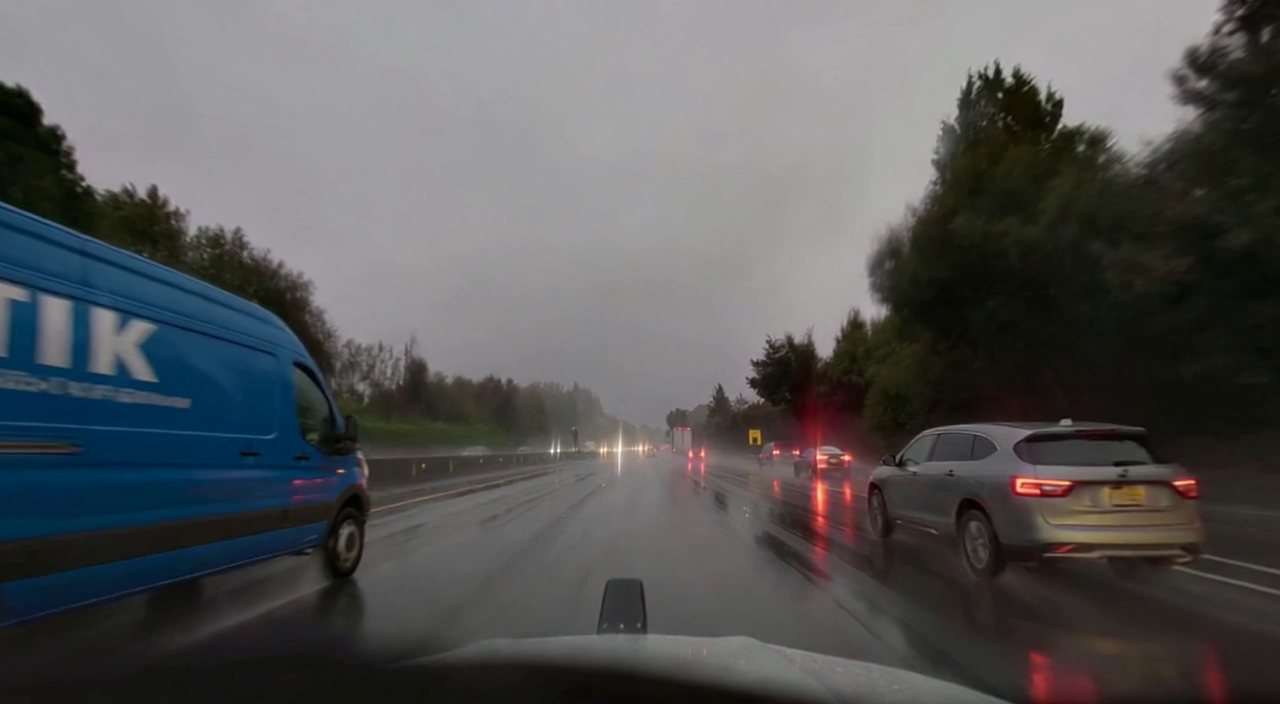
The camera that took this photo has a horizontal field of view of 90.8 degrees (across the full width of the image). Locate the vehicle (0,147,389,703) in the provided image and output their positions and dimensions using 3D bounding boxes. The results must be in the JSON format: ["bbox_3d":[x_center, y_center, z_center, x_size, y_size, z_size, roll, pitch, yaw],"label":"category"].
[{"bbox_3d":[-4.027,0.573,3.642,2.380,2.648,6.879,0,-9,-1],"label":"vehicle"}]

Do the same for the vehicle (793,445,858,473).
[{"bbox_3d":[10.517,6.085,36.105,1.838,1.490,4.460,1,-9,-8],"label":"vehicle"}]

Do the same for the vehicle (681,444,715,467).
[{"bbox_3d":[4.390,7.880,48.286,2.066,1.638,4.158,0,-9,-1],"label":"vehicle"}]

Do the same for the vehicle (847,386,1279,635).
[{"bbox_3d":[4.132,1.464,6.841,2.025,1.706,4.797,0,-9,-1],"label":"vehicle"}]
